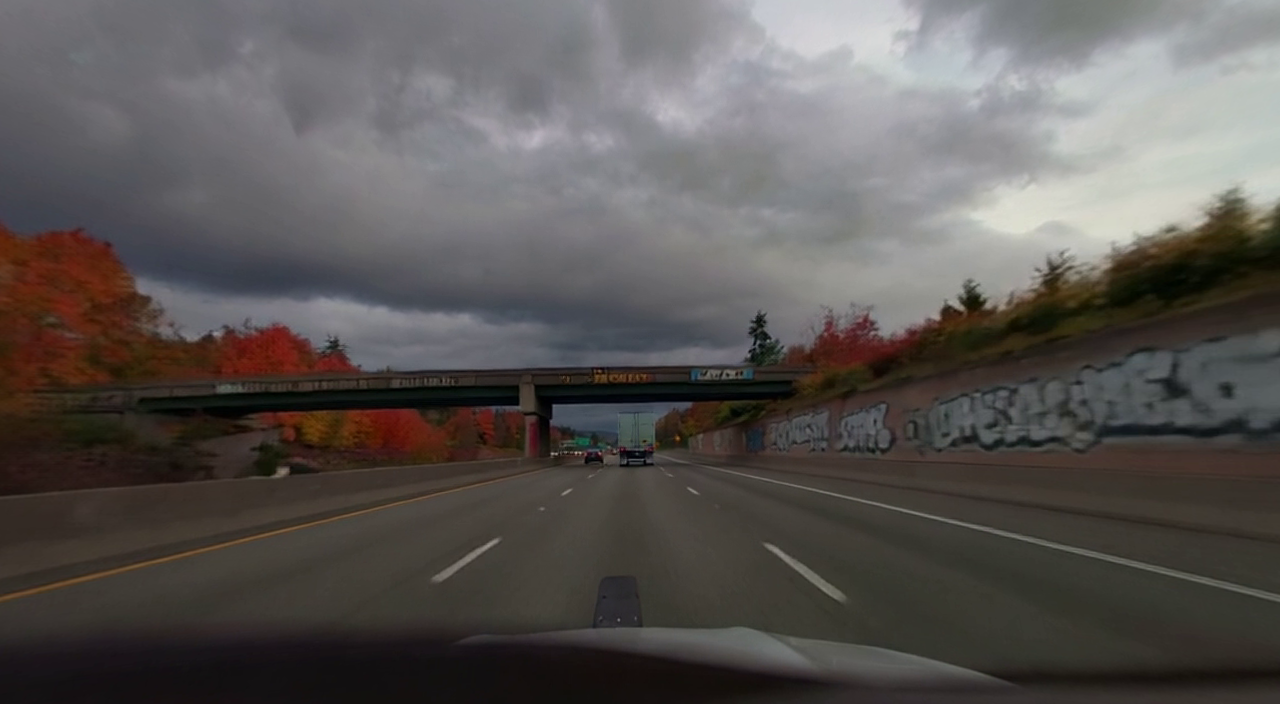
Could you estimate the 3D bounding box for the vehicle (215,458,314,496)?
[{"bbox_3d":[-17.661,5.873,29.777,1.856,1.594,4.581,0,-9,0],"label":"vehicle"}]
